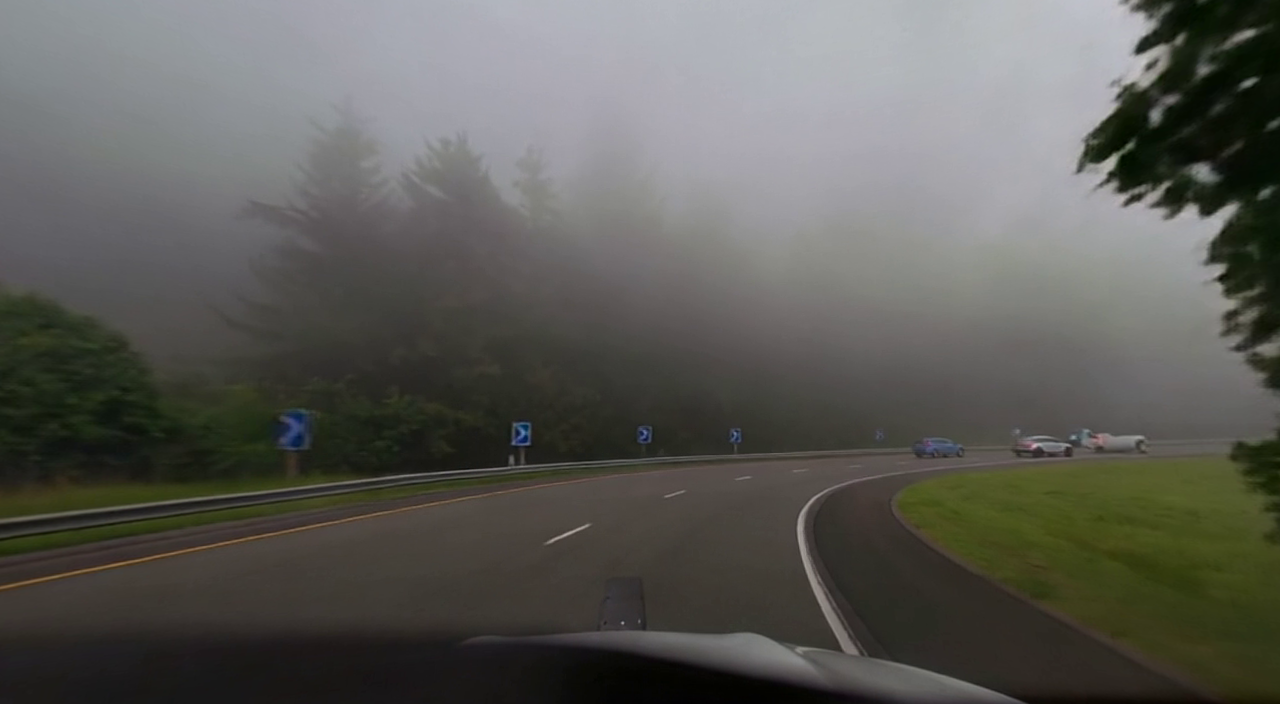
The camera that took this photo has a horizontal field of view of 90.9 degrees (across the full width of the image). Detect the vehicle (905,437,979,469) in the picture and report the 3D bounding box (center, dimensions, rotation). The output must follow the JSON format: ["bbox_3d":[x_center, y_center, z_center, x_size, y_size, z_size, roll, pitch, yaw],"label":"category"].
[{"bbox_3d":[17.013,5.677,35.435,4.325,1.674,2.221,8,-12,-42],"label":"vehicle"}]

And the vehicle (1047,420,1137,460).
[{"bbox_3d":[33.663,6.590,46.896,5.981,2.823,2.498,4,-9,-23],"label":"vehicle"}]
